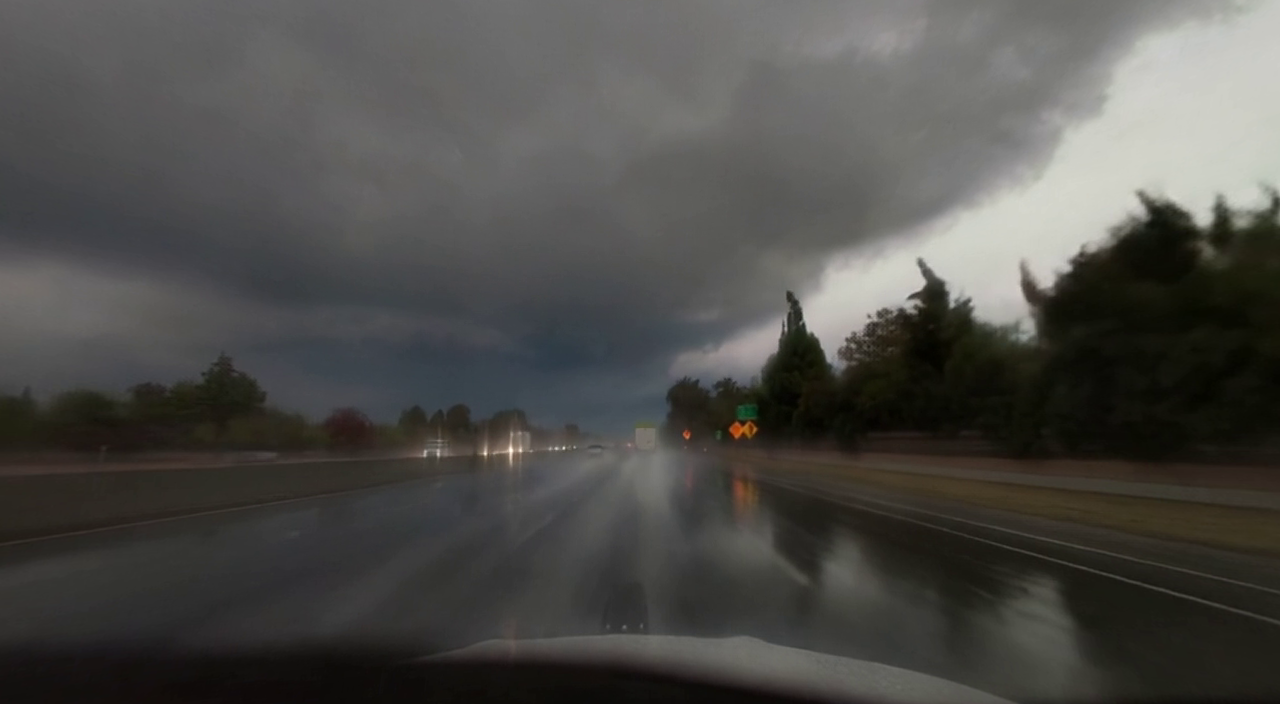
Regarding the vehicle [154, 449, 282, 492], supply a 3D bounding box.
[{"bbox_3d":[-15.715,4.391,23.766,1.912,1.410,4.181,0,-8,1],"label":"vehicle"}]
